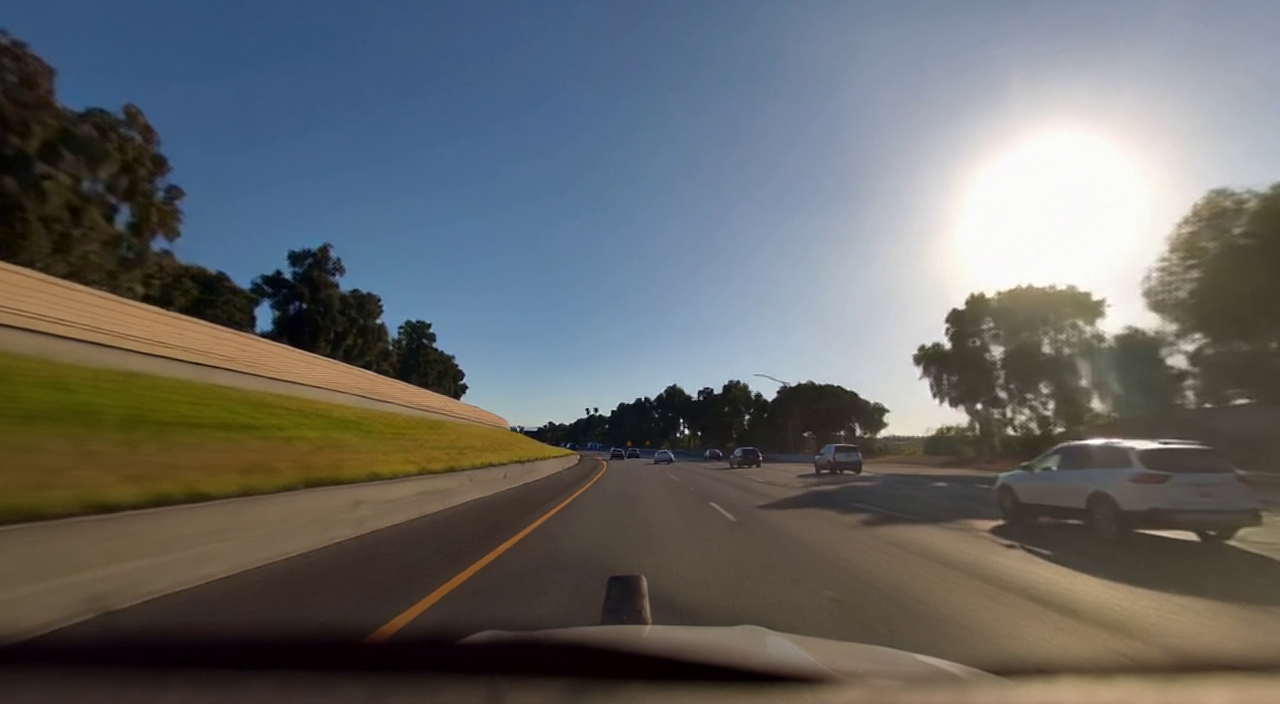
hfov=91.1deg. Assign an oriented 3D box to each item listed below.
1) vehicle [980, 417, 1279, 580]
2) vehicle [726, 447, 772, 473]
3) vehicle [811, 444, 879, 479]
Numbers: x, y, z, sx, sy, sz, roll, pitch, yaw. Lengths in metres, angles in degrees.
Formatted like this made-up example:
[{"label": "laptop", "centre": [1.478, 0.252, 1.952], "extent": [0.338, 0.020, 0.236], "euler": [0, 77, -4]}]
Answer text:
[{"label": "vehicle", "centre": [7.246, 1.896, 9.001], "extent": [2.048, 1.697, 4.689], "euler": [1, -8, -1]}, {"label": "vehicle", "centre": [6.494, 6.464, 37.789], "extent": [1.940, 1.482, 3.644], "euler": [1, -8, -3]}, {"label": "vehicle", "centre": [10.444, 5.577, 32.323], "extent": [1.986, 1.644, 4.126], "euler": [1, -8, -2]}]
